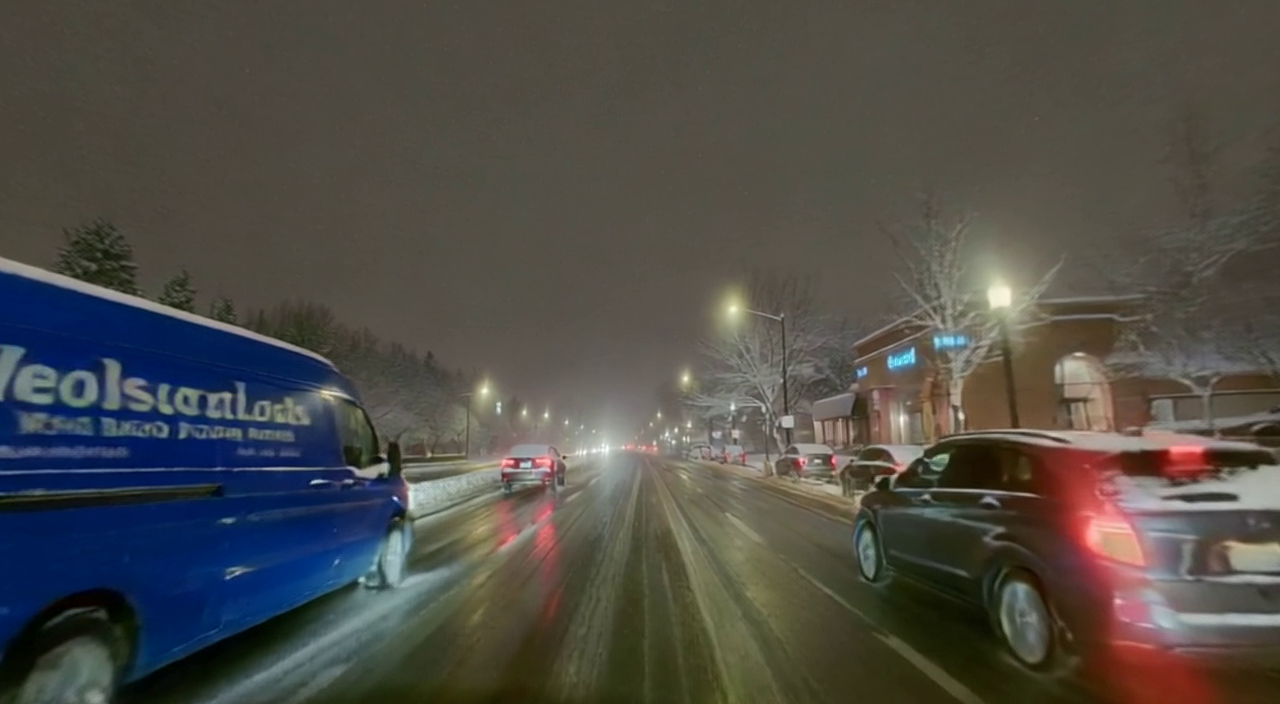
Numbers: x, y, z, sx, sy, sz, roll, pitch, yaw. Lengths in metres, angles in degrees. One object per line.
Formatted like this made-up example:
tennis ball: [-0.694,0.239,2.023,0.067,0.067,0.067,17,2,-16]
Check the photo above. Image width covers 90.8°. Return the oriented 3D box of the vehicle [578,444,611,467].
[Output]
vehicle: [-3.453,8.001,48.903,2.145,1.694,4.642,0,-9,1]

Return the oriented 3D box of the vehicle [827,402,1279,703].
vehicle: [3.227,1.301,4.951,2.021,1.491,4.563,0,-9,-1]

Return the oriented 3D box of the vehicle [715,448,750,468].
vehicle: [6.791,7.791,46.670,1.896,1.442,4.305,0,-9,-1]

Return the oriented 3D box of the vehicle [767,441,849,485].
vehicle: [6.671,4.453,25.567,1.983,1.618,4.108,0,-9,-4]

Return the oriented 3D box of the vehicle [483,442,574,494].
vehicle: [-3.458,3.682,20.430,2.060,1.466,4.387,0,-9,1]

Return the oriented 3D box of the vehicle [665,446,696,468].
vehicle: [2.882,7.576,45.841,1.961,1.482,4.538,0,-9,-1]

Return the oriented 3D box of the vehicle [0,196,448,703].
vehicle: [-3.423,0.842,4.096,2.490,2.153,5.594,0,-9,1]
